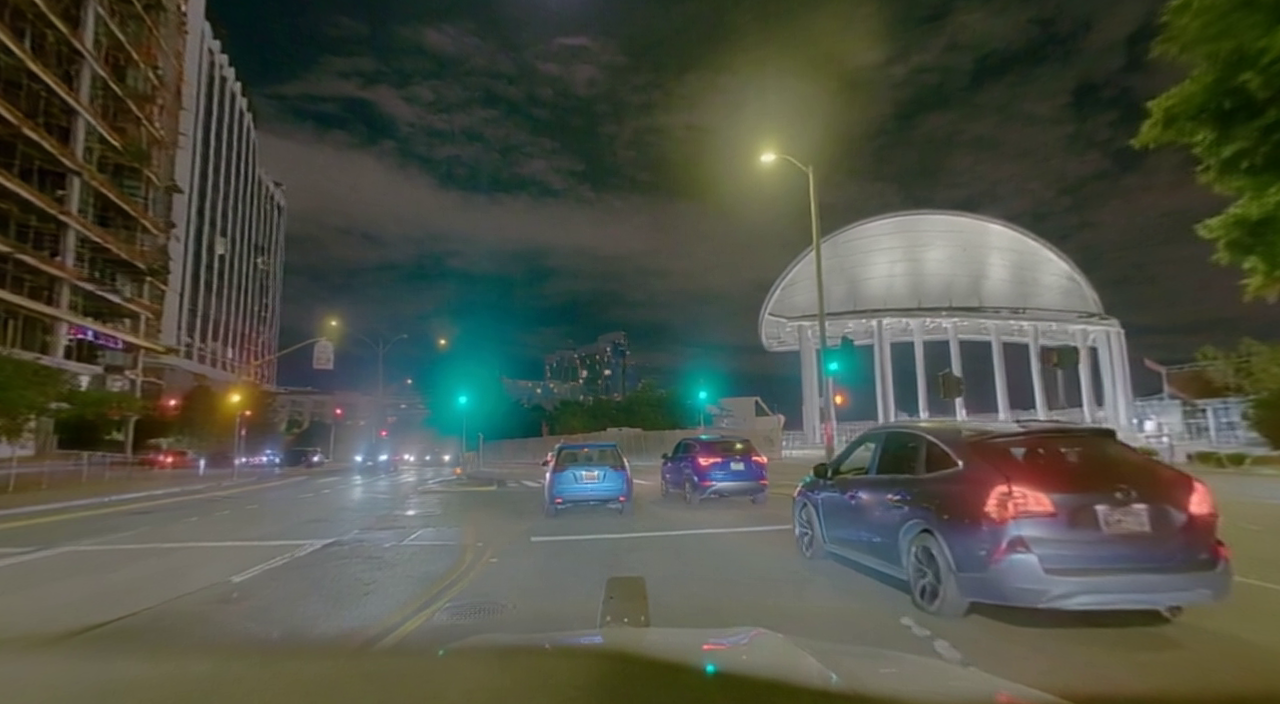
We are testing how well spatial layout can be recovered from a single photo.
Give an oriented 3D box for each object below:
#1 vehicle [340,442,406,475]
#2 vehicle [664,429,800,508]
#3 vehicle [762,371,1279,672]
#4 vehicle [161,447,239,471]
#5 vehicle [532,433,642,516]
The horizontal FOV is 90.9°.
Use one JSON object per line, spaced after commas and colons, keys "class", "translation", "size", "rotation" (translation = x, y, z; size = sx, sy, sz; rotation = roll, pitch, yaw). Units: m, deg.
{"class": "vehicle", "translation": [-14.836, 5.930, 35.353], "size": [2.303, 1.692, 4.571], "rotation": [1, -9, -9]}
{"class": "vehicle", "translation": [2.141, 2.901, 16.201], "size": [2.103, 1.710, 4.396], "rotation": [1, -9, -11]}
{"class": "vehicle", "translation": [3.026, 1.363, 6.300], "size": [2.320, 1.772, 4.872], "rotation": [0, -9, -4]}
{"class": "vehicle", "translation": [-30.628, 7.416, 43.837], "size": [4.653, 1.459, 2.228], "rotation": [-3, -9, 24]}
{"class": "vehicle", "translation": [-1.376, 2.771, 14.736], "size": [2.132, 1.632, 3.889], "rotation": [1, -9, -11]}
